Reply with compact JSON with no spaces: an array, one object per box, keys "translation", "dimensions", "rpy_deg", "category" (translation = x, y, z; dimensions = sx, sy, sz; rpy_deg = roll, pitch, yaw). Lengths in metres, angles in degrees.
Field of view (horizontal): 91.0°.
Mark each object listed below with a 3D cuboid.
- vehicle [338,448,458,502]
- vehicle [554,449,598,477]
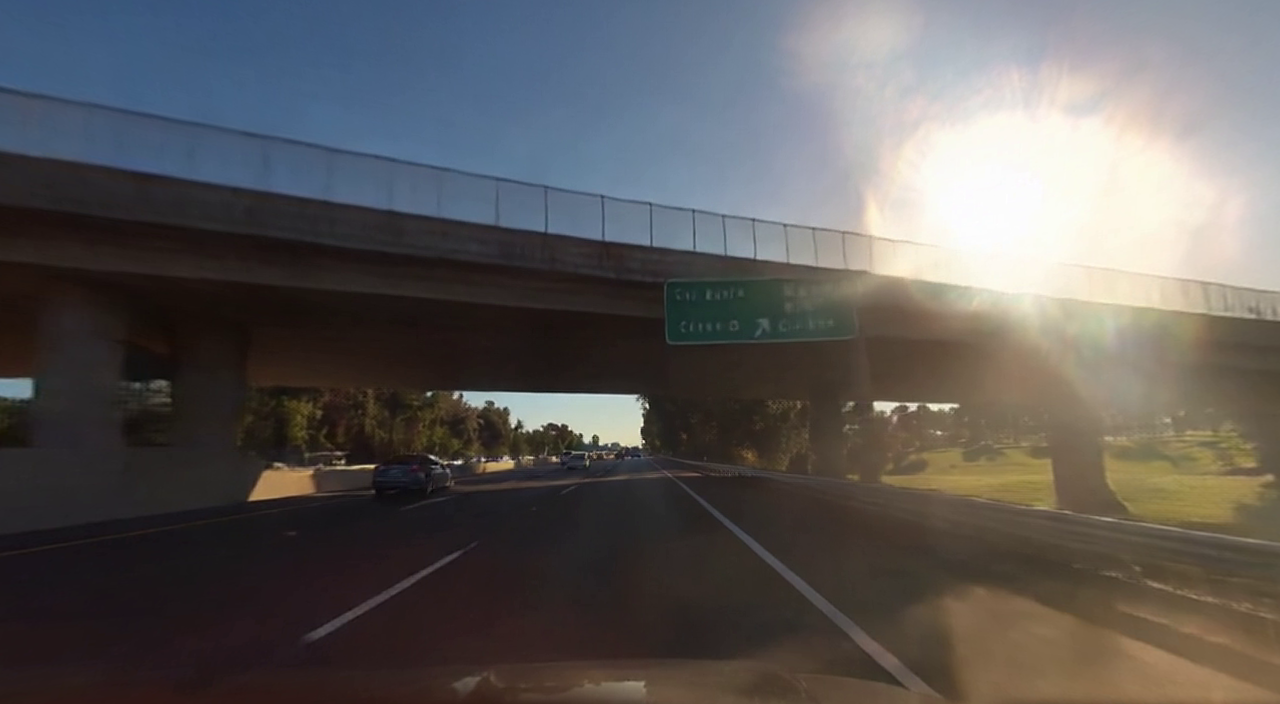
[{"translation":[-7.653,3.907,20.481],"dimensions":[2.002,1.507,4.631],"rpy_deg":[0,-9,1],"category":"vehicle"},{"translation":[-3.715,6.544,37.372],"dimensions":[2.102,1.571,4.666],"rpy_deg":[0,-9,1],"category":"vehicle"}]
